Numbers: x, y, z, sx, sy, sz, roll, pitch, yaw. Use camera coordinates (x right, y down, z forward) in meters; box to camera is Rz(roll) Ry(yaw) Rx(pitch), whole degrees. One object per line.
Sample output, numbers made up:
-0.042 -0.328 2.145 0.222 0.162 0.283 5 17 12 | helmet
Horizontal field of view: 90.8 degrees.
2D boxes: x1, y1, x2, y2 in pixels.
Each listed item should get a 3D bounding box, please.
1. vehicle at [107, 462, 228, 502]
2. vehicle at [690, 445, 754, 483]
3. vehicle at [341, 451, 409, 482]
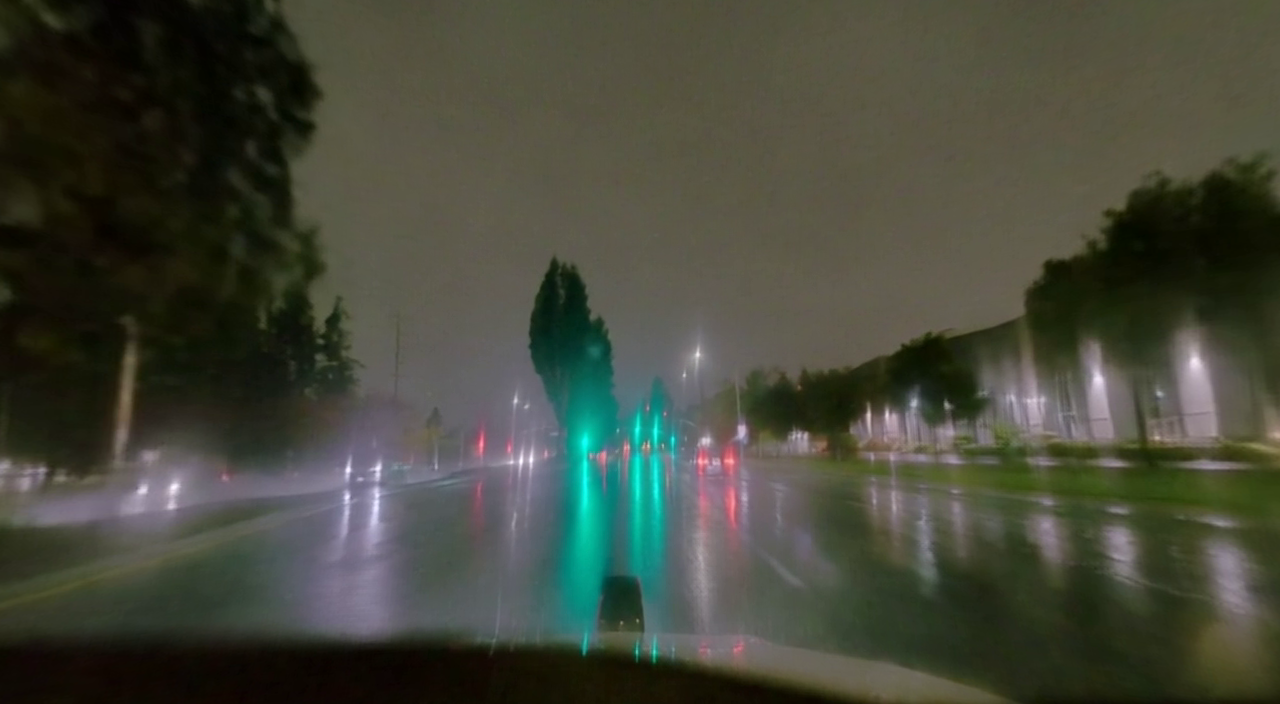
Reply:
-24.931 6.822 33.515 2.025 1.792 4.643 -7 -11 37 | vehicle
3.348 4.645 26.511 1.966 1.449 4.290 0 -9 -2 | vehicle
-16.125 6.954 38.756 2.093 1.709 4.952 0 -9 -1 | vehicle
